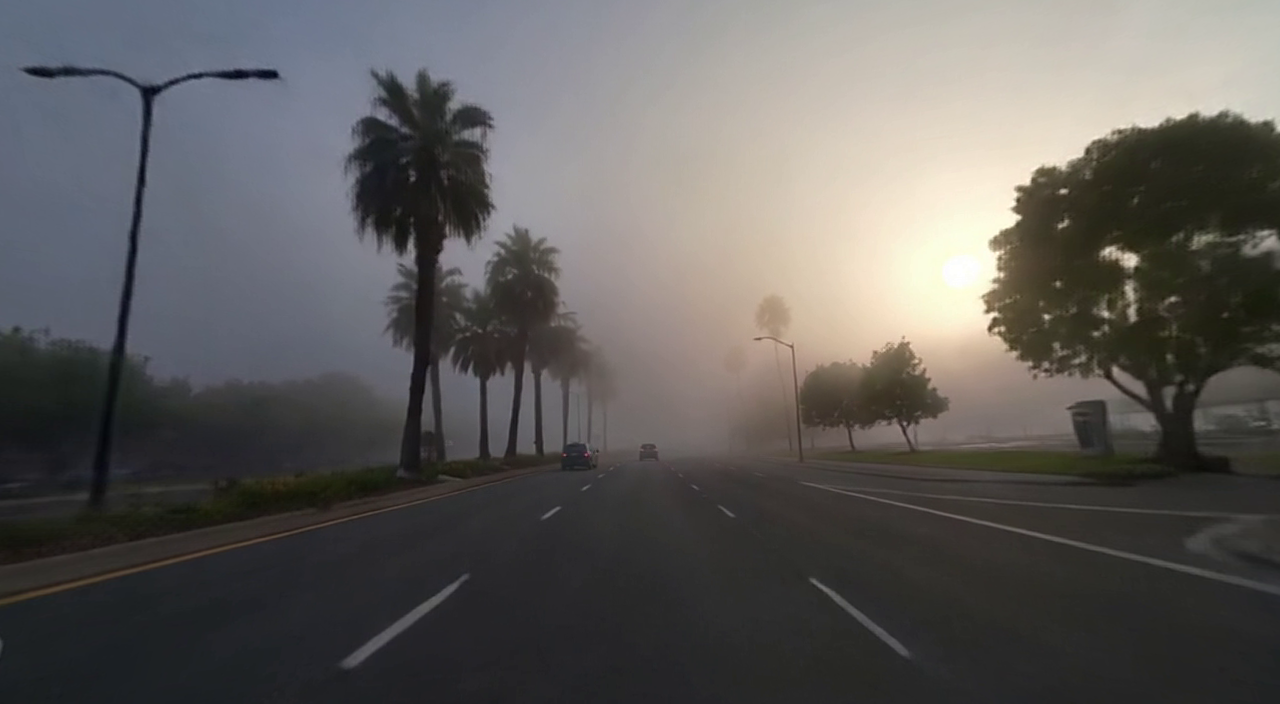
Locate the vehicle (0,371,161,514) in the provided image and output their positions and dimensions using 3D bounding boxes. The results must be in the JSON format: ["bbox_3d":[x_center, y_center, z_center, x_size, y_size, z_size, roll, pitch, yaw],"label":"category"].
[{"bbox_3d":[-21.108,2.559,17.285,2.968,4.370,16.176,-1,-7,1],"label":"vehicle"}]

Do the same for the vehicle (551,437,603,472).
[{"bbox_3d":[-3.438,5.709,35.093,2.188,1.819,4.667,-1,-8,3],"label":"vehicle"}]
